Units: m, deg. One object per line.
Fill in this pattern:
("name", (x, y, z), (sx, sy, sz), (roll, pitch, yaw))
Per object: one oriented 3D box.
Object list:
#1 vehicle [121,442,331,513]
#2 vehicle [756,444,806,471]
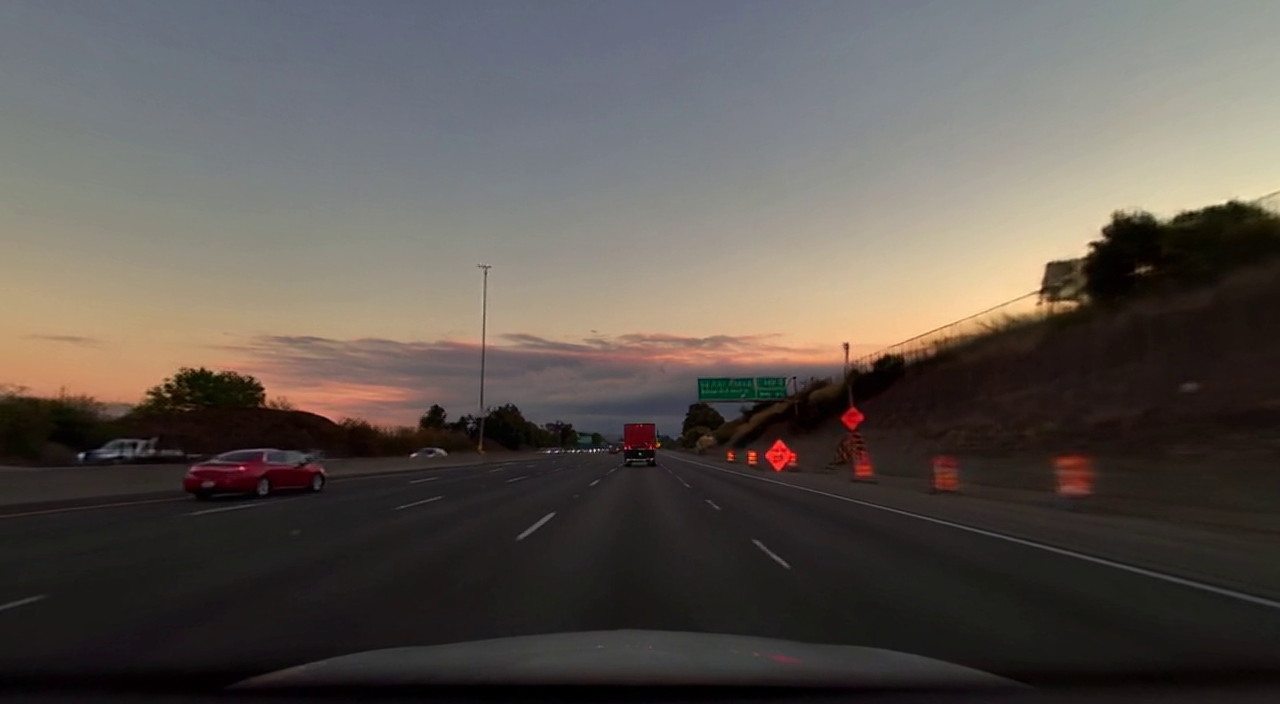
("vehicle", (-10.385, 3.157, 16.450), (2.096, 1.538, 4.998), (0, -9, 0))
("vehicle", (9.685, 7.288, 43.655), (2.065, 1.698, 4.882), (0, -9, -3))
